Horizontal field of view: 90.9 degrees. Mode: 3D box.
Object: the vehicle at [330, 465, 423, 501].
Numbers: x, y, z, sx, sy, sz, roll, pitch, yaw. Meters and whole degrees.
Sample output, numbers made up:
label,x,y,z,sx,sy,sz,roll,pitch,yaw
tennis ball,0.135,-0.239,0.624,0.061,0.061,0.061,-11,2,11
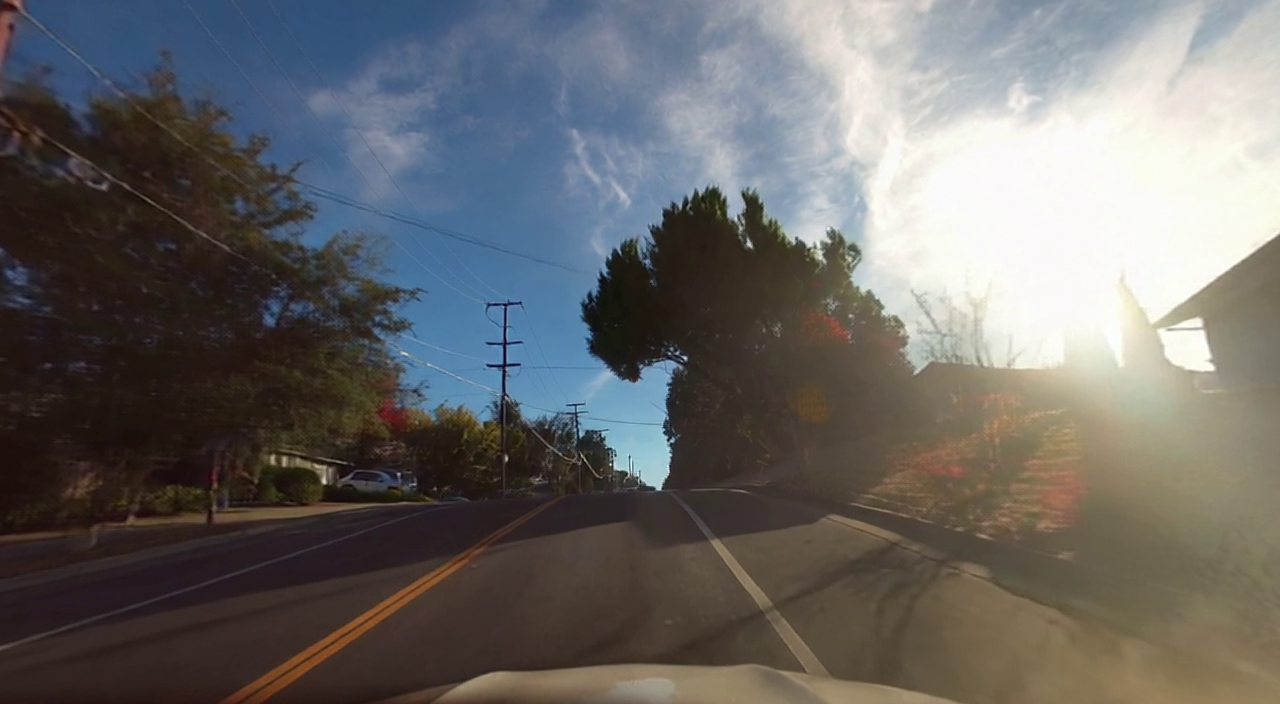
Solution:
label,x,y,z,sx,sy,sz,roll,pitch,yaw
vehicle,-16.623,8.309,40.314,2.301,2.081,6.706,-3,-11,8
